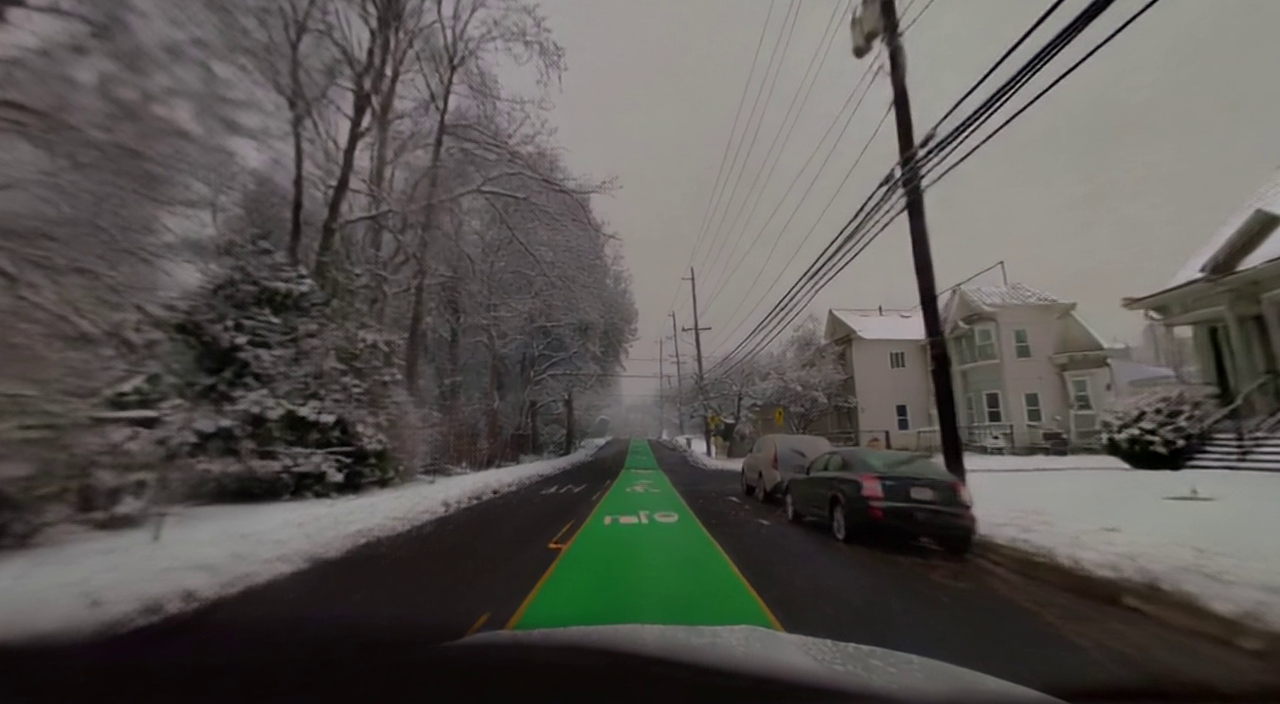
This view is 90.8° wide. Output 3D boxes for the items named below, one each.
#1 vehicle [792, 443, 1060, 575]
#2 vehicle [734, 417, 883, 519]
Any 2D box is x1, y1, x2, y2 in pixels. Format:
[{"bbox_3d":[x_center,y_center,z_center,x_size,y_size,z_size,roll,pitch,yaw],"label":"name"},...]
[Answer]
[{"bbox_3d":[3.834,2.145,9.468,1.981,1.512,4.144,0,-9,-1],"label":"vehicle"},{"bbox_3d":[3.686,2.749,14.833,2.054,1.879,4.717,3,-11,-2],"label":"vehicle"}]
